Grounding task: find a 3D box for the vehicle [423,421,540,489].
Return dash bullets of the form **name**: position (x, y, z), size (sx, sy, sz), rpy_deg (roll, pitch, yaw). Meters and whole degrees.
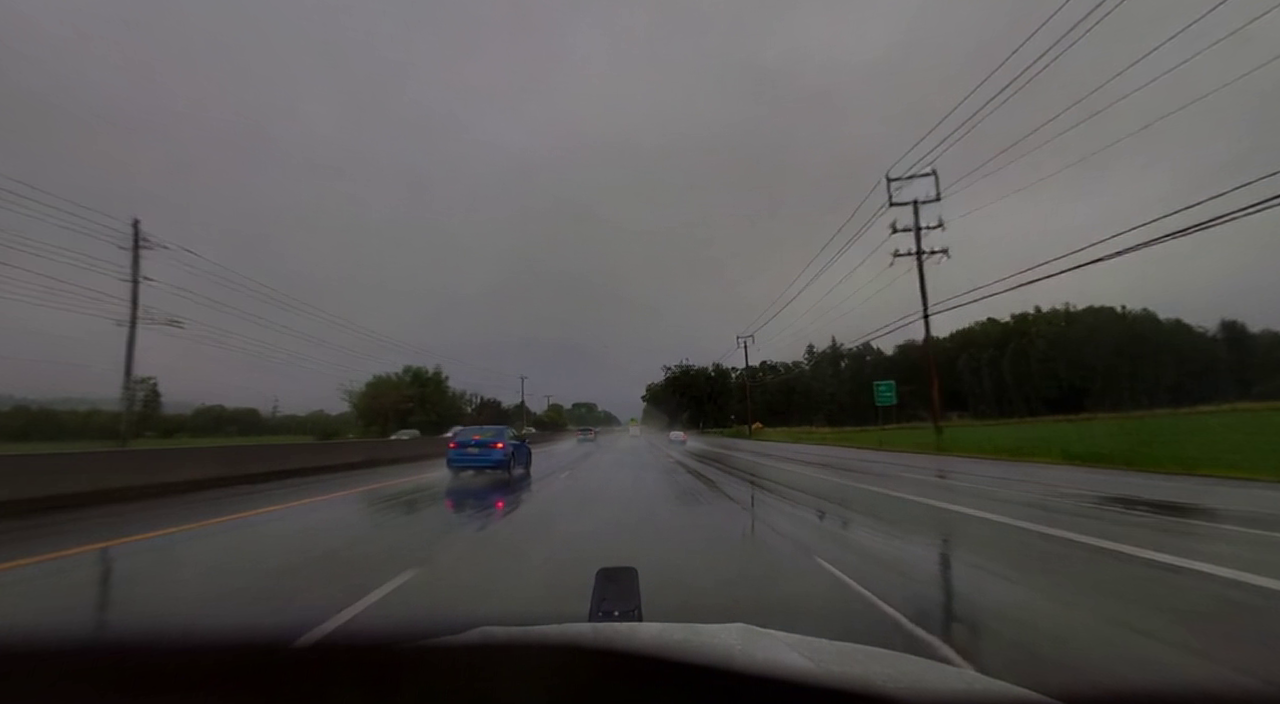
- **vehicle**: position (-4.076, 2.699, 16.938), size (2.023, 1.580, 4.259), rpy_deg (0, -8, 0)
